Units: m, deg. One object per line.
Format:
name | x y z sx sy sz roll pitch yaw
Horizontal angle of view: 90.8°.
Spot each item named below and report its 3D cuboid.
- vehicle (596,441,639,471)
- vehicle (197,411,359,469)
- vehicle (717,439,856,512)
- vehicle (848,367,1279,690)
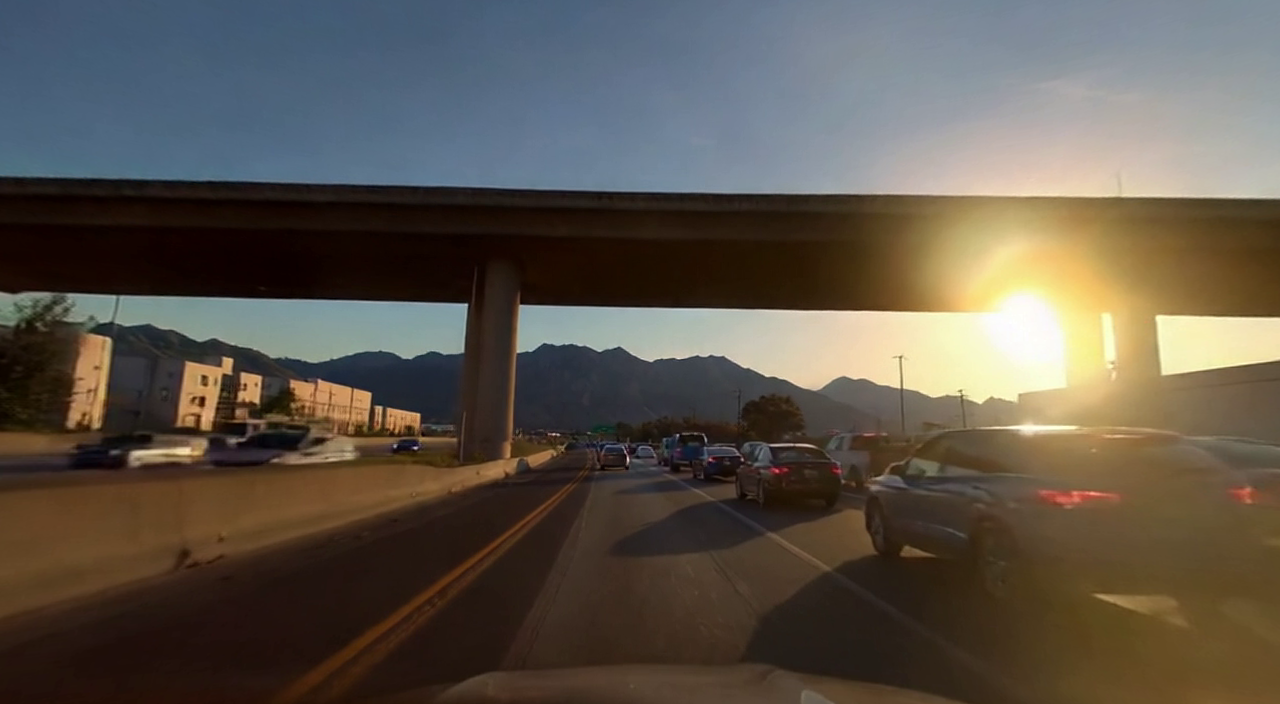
vehicle | -1.229 5.739 35.094 2.266 1.549 3.978 0 -8 -2
vehicle | -12.143 3.068 21.874 2.244 1.735 5.873 0 -8 -1
vehicle | 3.258 2.848 15.176 2.074 1.455 4.646 0 -8 -2
vehicle | 4.040 1.322 6.027 2.276 1.739 5.040 0 -8 -2
